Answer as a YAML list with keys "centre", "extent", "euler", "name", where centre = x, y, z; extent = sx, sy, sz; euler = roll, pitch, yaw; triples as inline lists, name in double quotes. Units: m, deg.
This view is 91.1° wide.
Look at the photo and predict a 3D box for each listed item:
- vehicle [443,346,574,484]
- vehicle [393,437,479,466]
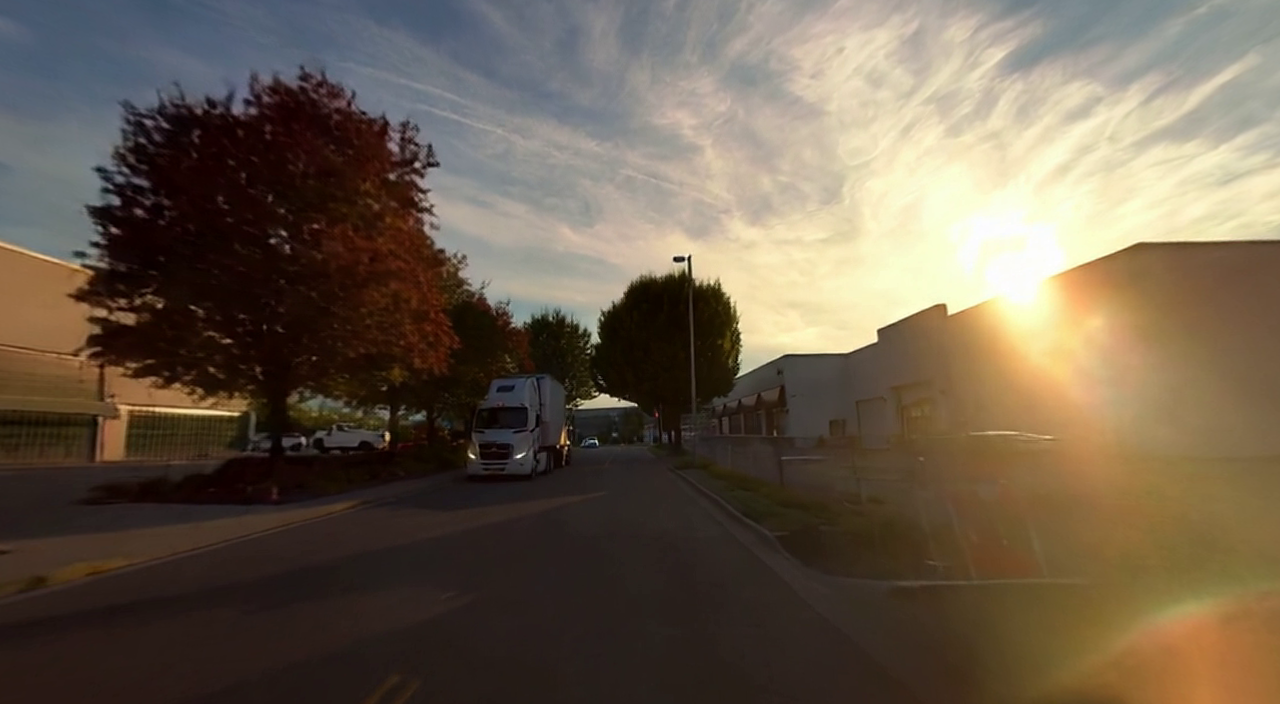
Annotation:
- centre: [-5.325, 3.064, 29.263]
  extent: [2.976, 4.754, 15.127]
  euler: [0, -7, 0]
  name: "vehicle"
- centre: [-10.613, 5.202, 32.892]
  extent: [3.893, 1.413, 1.625]
  euler: [0, -9, -1]
  name: "vehicle"
